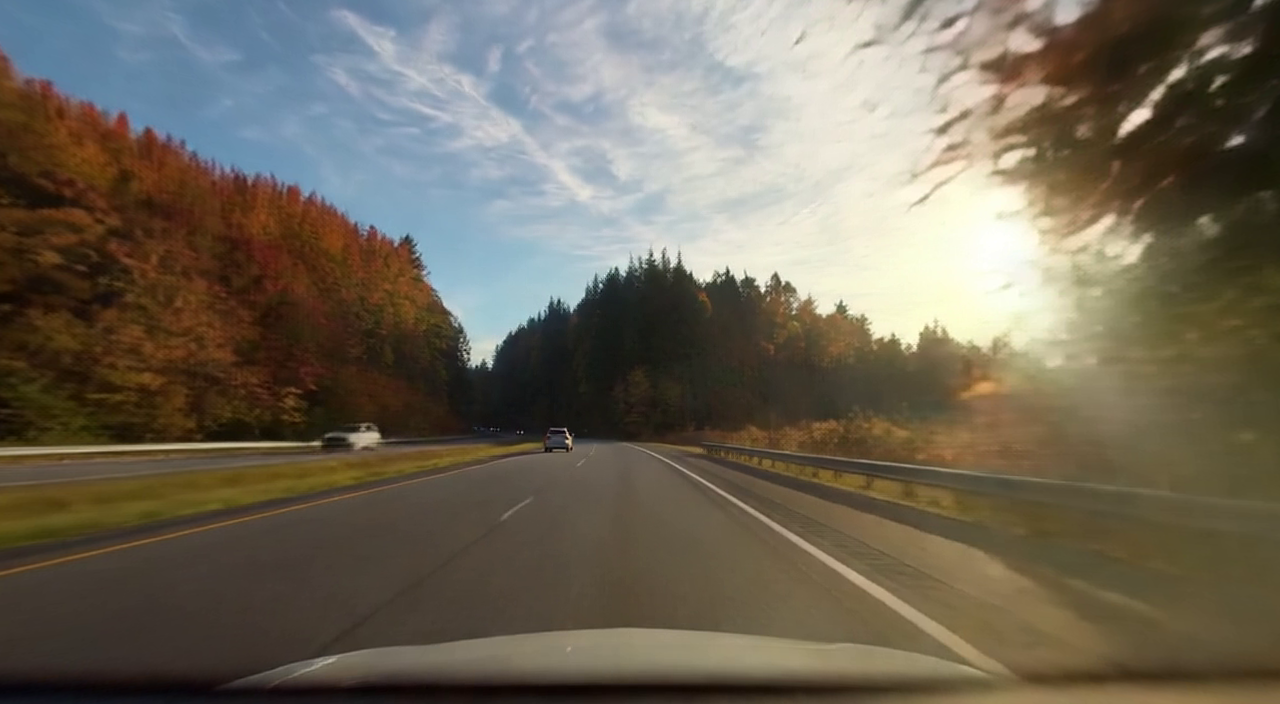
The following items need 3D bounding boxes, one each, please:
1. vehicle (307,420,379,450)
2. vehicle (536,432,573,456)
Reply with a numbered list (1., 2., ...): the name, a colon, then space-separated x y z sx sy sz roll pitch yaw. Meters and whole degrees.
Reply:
1. vehicle: -17.419 4.947 37.217 1.974 1.639 4.948 0 -8 -2
2. vehicle: -5.734 6.228 42.635 2.073 1.559 4.393 0 -8 -2
